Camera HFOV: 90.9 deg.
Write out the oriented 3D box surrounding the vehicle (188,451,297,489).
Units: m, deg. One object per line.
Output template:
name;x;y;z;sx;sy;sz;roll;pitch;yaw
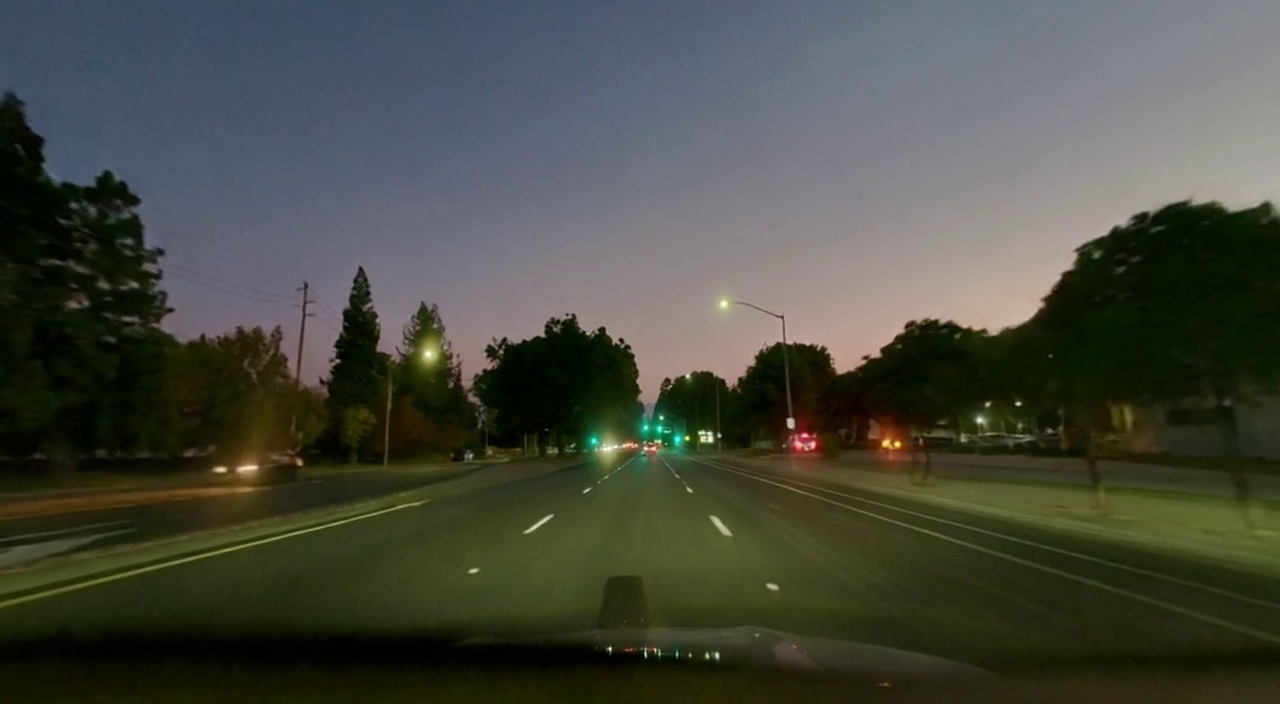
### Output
vehicle;-18.308;5.428;29.336;1.874;1.467;4.649;-2;-8;3
